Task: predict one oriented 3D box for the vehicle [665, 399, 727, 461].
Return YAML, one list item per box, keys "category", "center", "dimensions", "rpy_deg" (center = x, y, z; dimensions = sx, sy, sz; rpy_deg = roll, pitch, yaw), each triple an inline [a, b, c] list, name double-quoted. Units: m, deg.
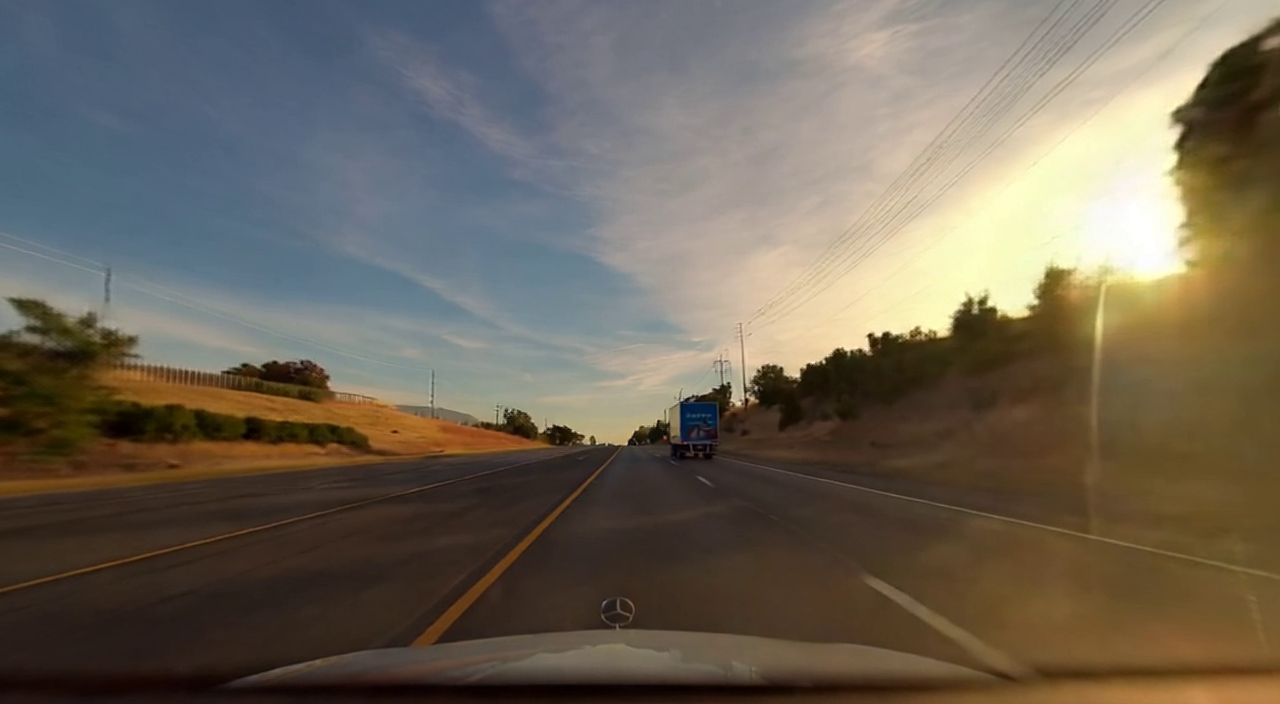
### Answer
- category: "vehicle"
  center: [3.506, 5.281, 41.968]
  dimensions: [3.037, 3.672, 9.136]
  rpy_deg: [0, -8, -1]
